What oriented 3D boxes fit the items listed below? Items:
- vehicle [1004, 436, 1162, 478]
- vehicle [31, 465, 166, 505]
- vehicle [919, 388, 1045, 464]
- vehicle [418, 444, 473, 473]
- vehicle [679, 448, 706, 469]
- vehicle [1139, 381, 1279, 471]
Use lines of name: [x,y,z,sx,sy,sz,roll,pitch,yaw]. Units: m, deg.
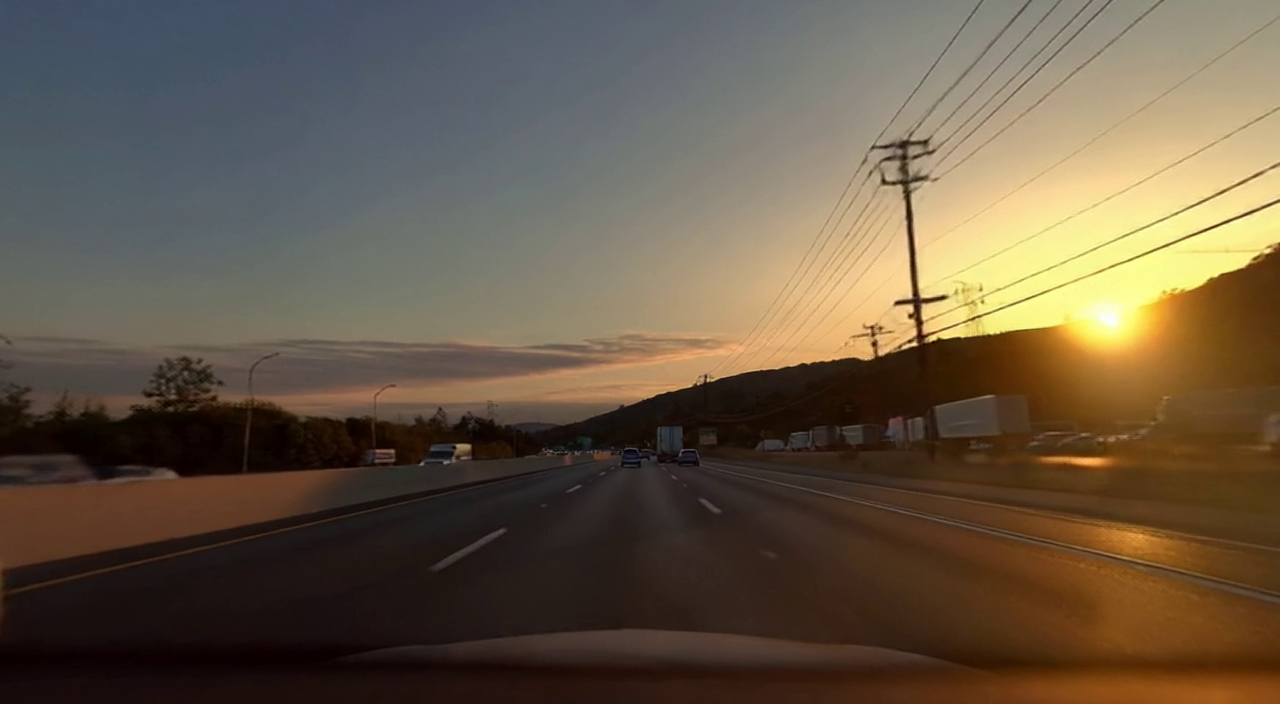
vehicle: [22.816,5.490,33.125,2.735,1.910,7.423,0,-9,-2]
vehicle: [-23.500,5.745,27.628,1.821,1.485,4.597,0,-9,0]
vehicle: [22.799,5.189,43.024,2.948,4.403,10.315,-3,-8,2]
vehicle: [-12.483,6.847,40.708,2.097,1.747,4.775,0,-9,-1]
vehicle: [4.019,8.225,48.741,1.779,1.512,3.517,0,-9,0]
vehicle: [31.682,3.581,30.746,2.917,4.219,14.528,-3,-8,1]
